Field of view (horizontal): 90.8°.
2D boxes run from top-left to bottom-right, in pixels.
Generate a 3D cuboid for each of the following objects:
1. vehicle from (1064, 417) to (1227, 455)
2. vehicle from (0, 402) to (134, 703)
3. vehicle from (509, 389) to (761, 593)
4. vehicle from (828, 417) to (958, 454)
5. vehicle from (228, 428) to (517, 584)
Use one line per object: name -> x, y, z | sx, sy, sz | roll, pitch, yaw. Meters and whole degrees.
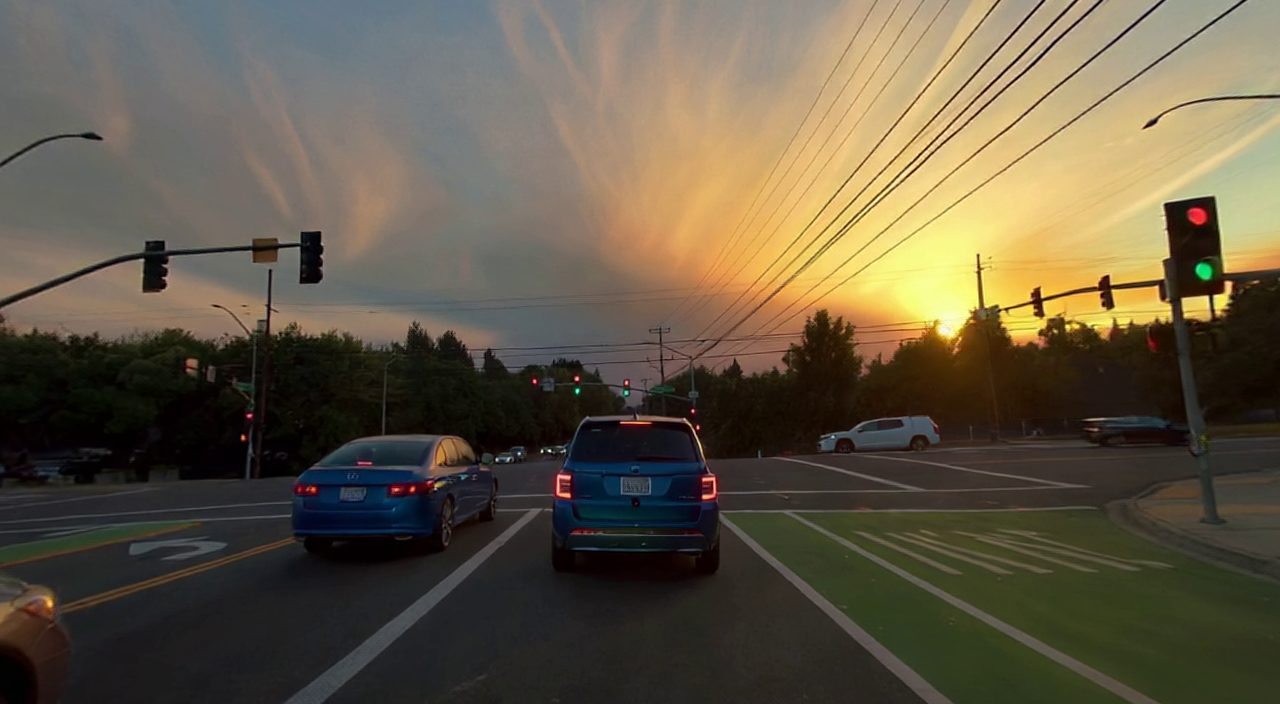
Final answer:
vehicle -> 20.565, 3.471, 25.964 | 4.715, 1.438, 2.023 | -2, -9, 16
vehicle -> -3.363, 0.654, 0.427 | 1.928, 1.488, 4.936 | 0, -8, 0
vehicle -> -0.076, 1.511, 7.616 | 2.182, 1.773, 4.041 | 0, -8, -1
vehicle -> 13.801, 4.607, 34.834 | 6.143, 1.944, 2.229 | -1, -8, 5
vehicle -> -2.949, 1.757, 7.993 | 1.969, 1.486, 3.702 | 0, -8, 1
